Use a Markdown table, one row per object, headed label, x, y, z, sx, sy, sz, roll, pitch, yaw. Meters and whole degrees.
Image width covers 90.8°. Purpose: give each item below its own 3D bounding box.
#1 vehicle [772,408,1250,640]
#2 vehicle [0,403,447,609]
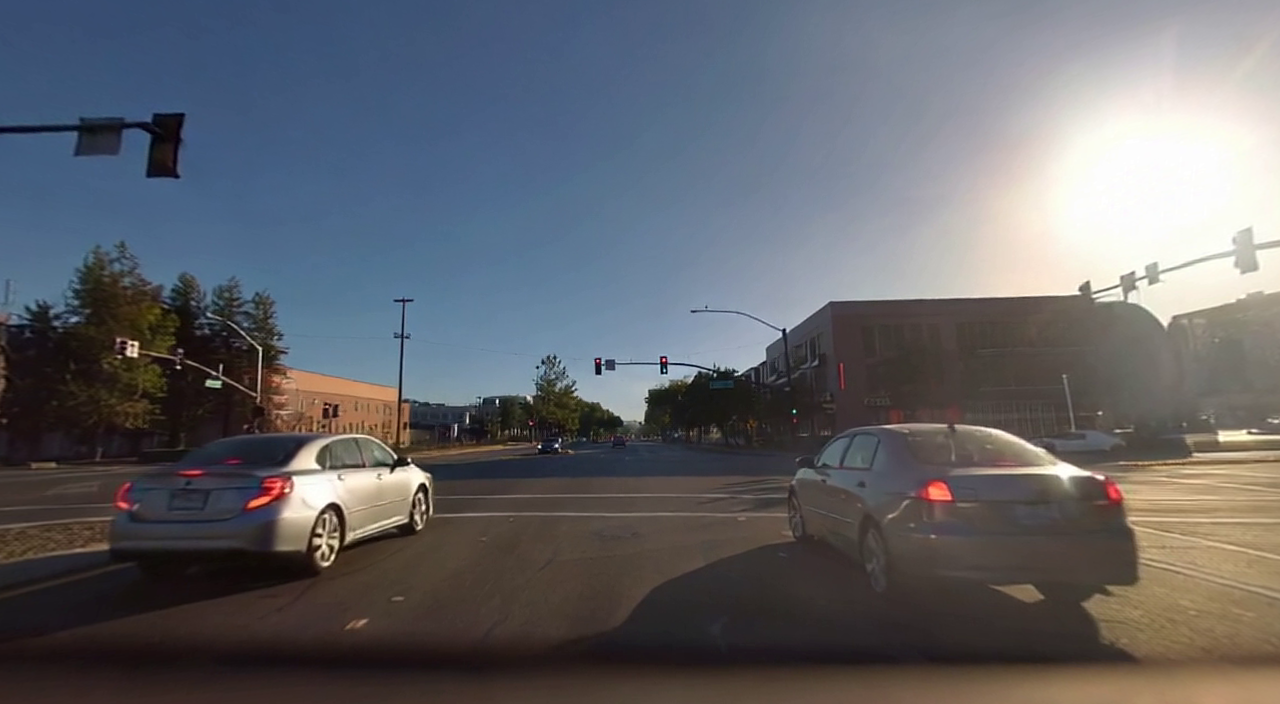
| label | x | y | z | sx | sy | sz | roll | pitch | yaw |
| --- | --- | --- | --- | --- | --- | --- | --- | --- | --- |
| vehicle | 2.955 | 1.490 | 6.610 | 2.130 | 1.524 | 4.722 | 0 | -8 | 0 |
| vehicle | -3.892 | 1.487 | 7.044 | 1.973 | 1.526 | 4.533 | 0 | -8 | 1 |
